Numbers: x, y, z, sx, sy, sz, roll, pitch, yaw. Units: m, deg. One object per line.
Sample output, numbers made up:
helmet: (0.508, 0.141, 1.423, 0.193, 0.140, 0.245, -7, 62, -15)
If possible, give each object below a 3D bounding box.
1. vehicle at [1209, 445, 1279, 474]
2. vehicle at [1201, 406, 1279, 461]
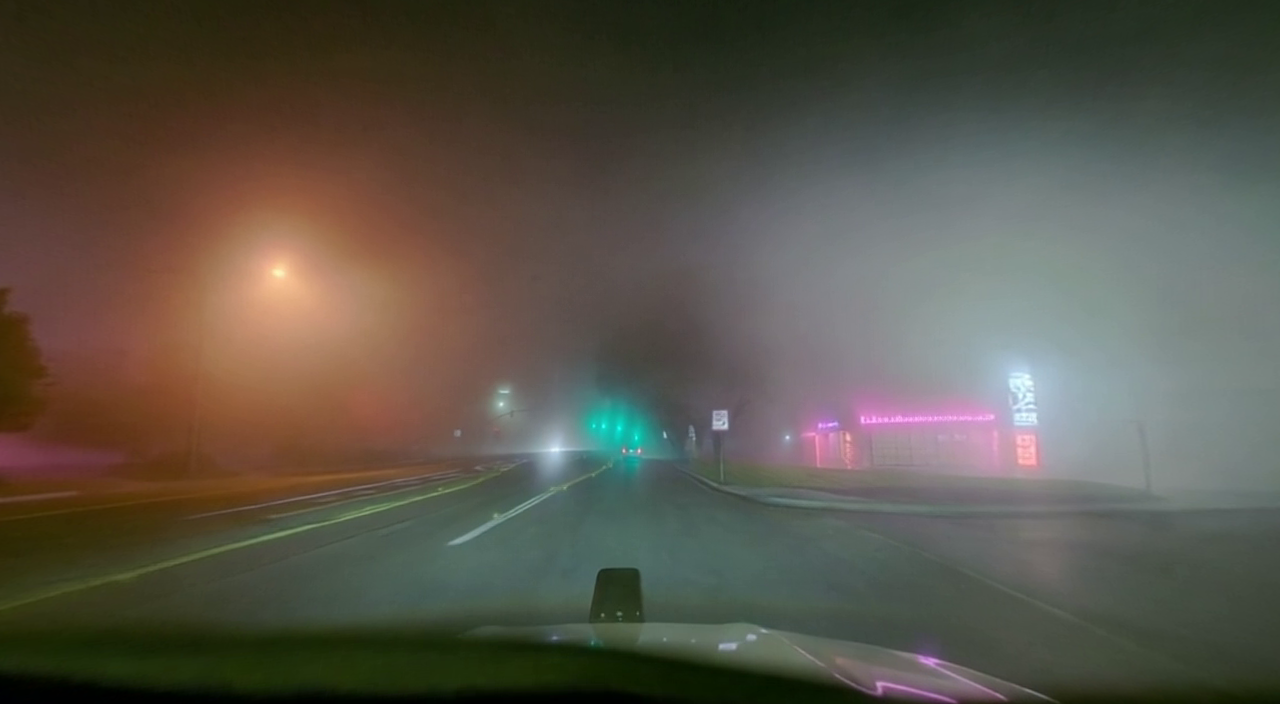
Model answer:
vehicle: (33.282, 5.776, 34.021, 4.411, 1.457, 2.013, 4, -9, -24)
vehicle: (47.497, 6.168, 47.009, 8.056, 3.948, 3.075, 1, -10, -2)
